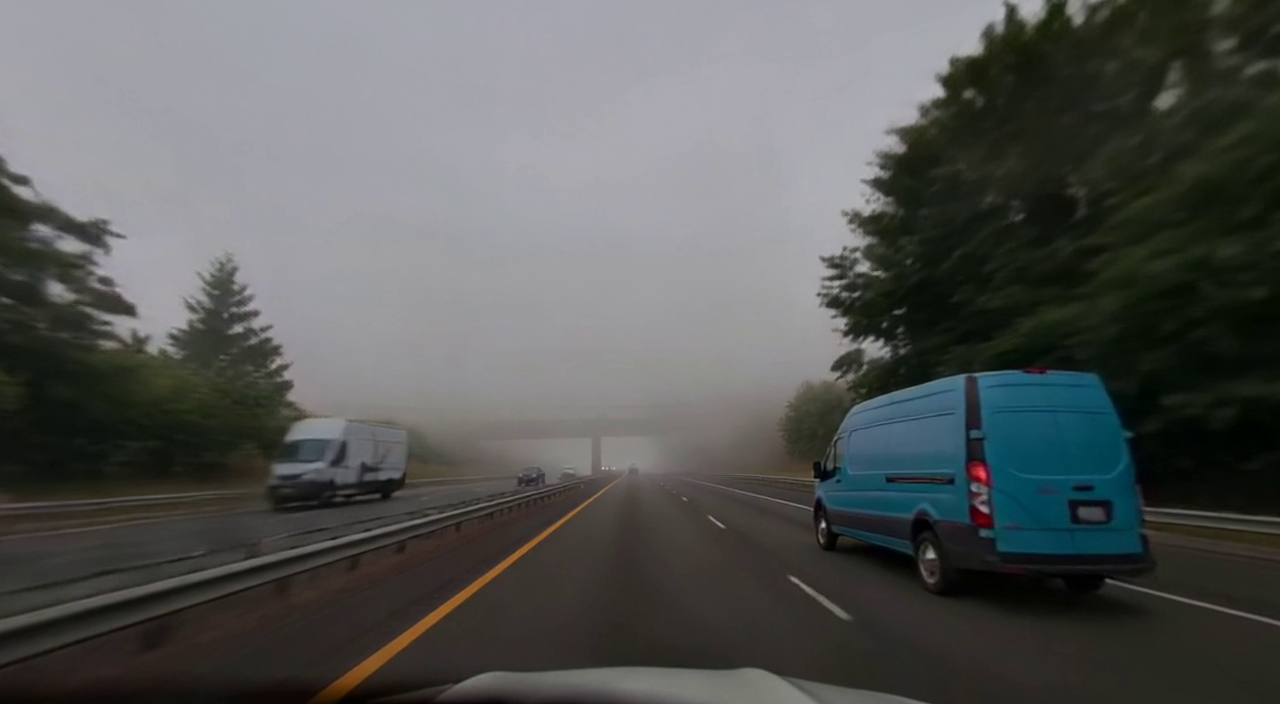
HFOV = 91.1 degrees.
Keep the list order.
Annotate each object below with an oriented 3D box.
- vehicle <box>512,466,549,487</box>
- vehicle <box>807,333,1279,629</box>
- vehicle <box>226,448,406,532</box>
[{"bbox_3d":[-8.162,9.349,47.291,1.947,1.513,4.250,1,-10,0],"label":"vehicle"},{"bbox_3d":[4.528,1.723,8.975,2.372,2.581,6.763,1,-10,0],"label":"vehicle"},{"bbox_3d":[-7.654,3.318,15.508,1.933,1.723,4.614,1,-10,0],"label":"vehicle"}]
